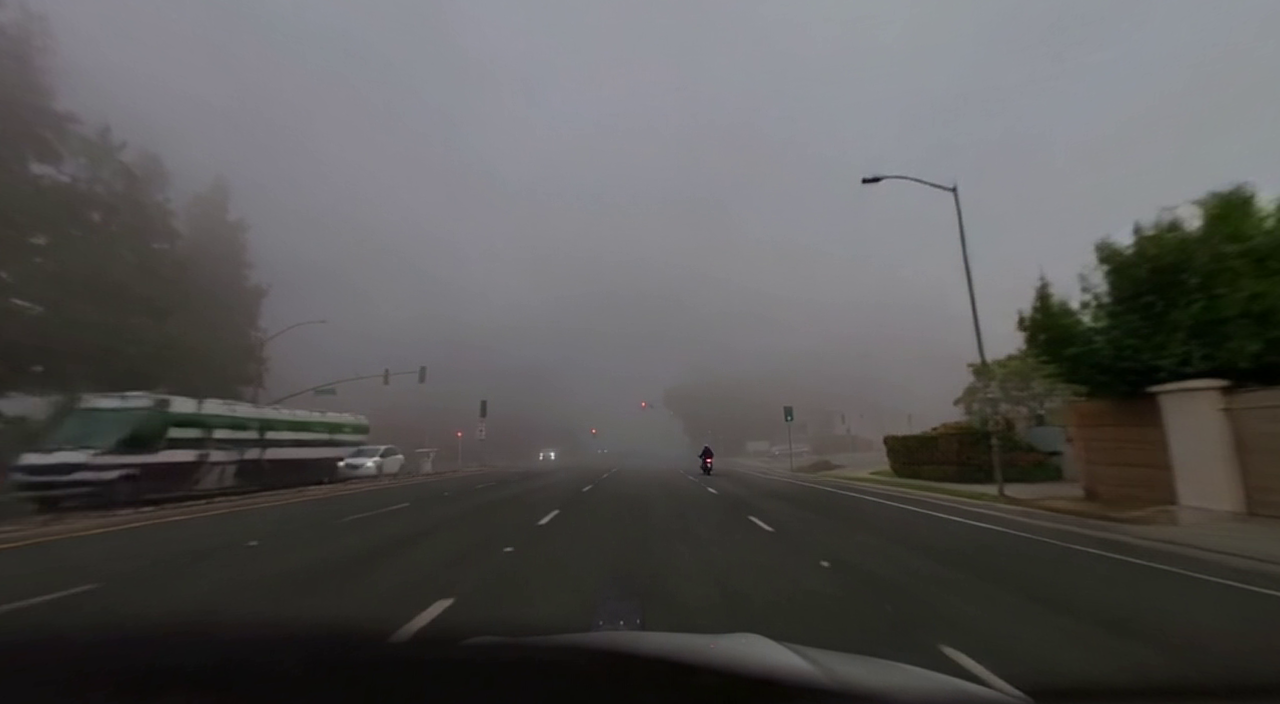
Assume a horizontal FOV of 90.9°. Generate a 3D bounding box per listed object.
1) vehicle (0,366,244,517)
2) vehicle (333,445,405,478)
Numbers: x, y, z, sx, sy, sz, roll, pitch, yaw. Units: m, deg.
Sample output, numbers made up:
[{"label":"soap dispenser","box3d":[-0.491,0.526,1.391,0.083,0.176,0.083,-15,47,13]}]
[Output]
[{"label":"vehicle","box3d":[-17.216,2.931,20.710,3.027,3.971,8.006,-1,-8,1]},{"label":"vehicle","box3d":[-13.560,5.495,31.769,1.899,1.522,3.865,0,-9,0]}]
